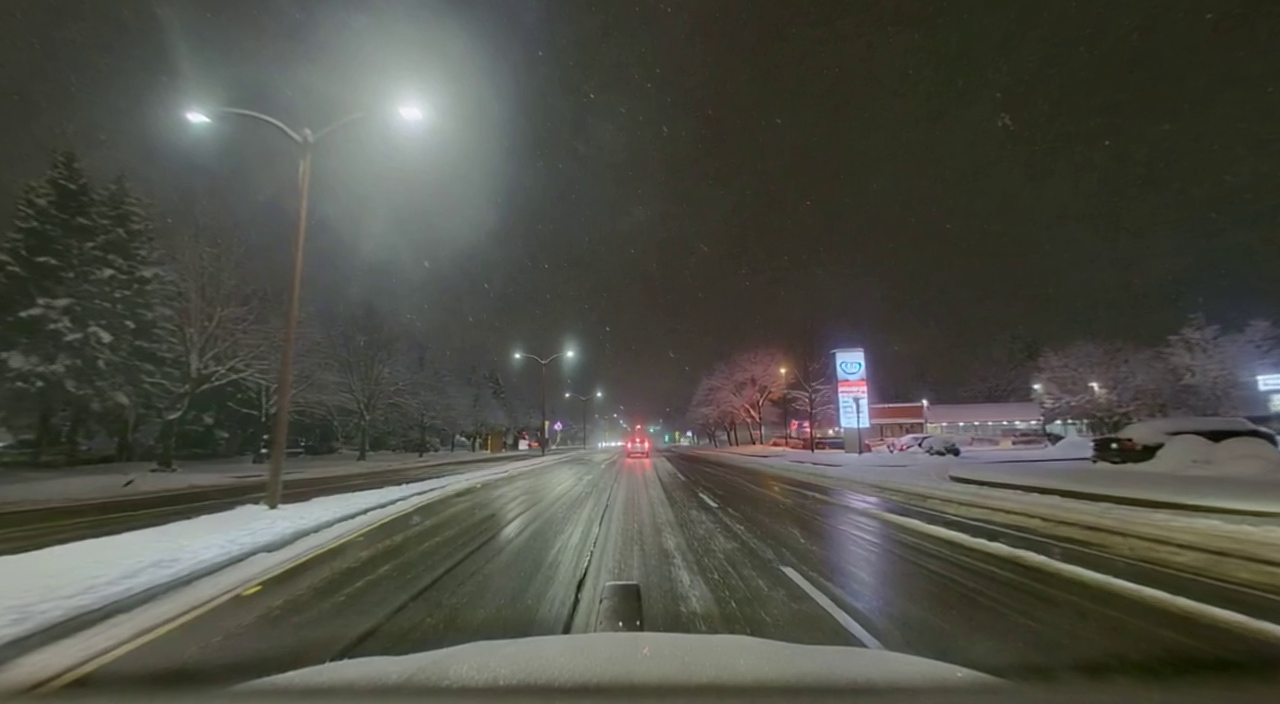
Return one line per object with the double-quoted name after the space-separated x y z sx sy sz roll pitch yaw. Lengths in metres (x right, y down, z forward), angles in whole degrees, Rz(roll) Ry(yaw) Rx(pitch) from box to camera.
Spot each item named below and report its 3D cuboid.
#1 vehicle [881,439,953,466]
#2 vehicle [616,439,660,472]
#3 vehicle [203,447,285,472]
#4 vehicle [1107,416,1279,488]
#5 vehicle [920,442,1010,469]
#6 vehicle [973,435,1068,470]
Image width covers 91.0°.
16.170 5.876 37.049 1.949 1.458 4.865 0 -8 0 "vehicle"
-0.138 4.994 30.587 1.998 1.452 3.773 0 -9 -1 "vehicle"
-27.240 7.405 43.364 4.355 1.504 1.874 -2 -9 1 "vehicle"
18.247 3.138 19.883 2.201 1.947 5.501 1 -9 -9 "vehicle"
16.408 5.240 32.113 1.860 1.276 4.671 0 -9 -4 "vehicle"
19.132 5.065 31.916 1.900 1.639 4.397 0 -9 -2 "vehicle"
